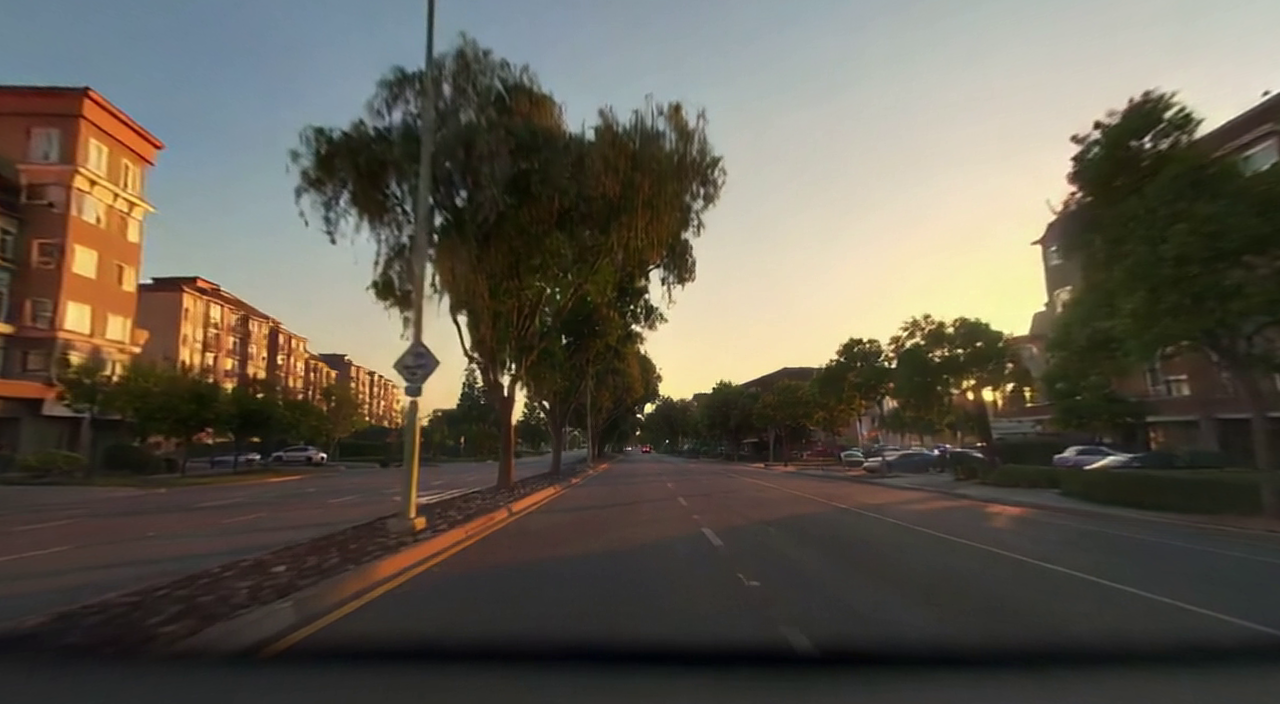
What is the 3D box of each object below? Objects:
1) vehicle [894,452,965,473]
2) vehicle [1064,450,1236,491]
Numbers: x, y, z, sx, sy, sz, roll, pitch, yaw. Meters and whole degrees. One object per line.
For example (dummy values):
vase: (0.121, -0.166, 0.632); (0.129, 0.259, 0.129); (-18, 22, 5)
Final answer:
vehicle: (20.150, 7.680, 44.038); (3.975, 1.387, 1.914); (0, -9, -2)
vehicle: (20.159, 4.674, 25.170); (4.983, 1.542, 2.099); (0, -9, 1)
